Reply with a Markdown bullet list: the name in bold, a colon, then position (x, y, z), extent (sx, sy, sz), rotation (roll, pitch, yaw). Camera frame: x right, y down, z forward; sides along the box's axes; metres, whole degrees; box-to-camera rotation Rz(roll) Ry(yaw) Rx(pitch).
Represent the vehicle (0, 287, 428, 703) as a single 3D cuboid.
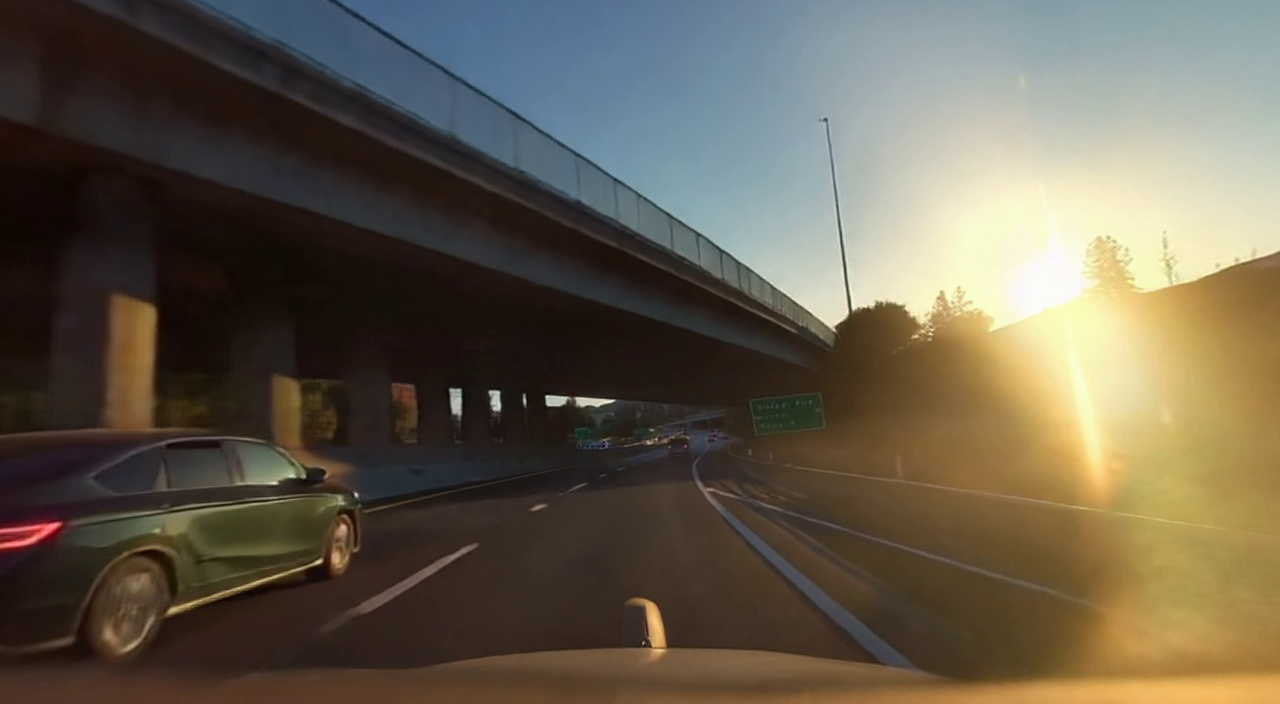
- **vehicle**: position (-3.466, 0.946, 4.048), extent (2.143, 1.851, 5.817), rotation (0, -8, 0)
